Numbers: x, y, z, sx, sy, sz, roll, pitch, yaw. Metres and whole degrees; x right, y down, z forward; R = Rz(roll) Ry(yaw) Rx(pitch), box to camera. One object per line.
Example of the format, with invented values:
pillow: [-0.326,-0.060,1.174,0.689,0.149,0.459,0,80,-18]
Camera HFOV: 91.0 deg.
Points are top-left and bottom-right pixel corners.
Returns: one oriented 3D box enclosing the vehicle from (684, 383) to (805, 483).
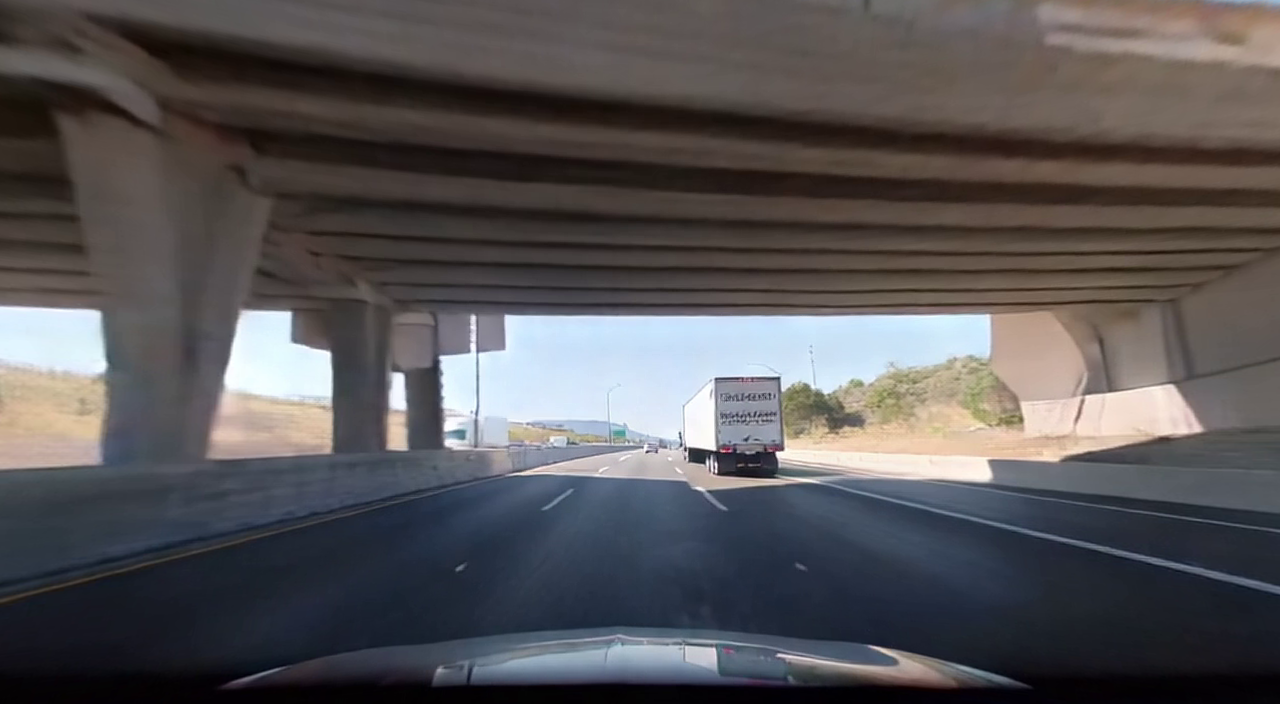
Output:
vehicle: [4.128,3.683,28.329,3.306,3.531,11.717,0,-8,-1]
